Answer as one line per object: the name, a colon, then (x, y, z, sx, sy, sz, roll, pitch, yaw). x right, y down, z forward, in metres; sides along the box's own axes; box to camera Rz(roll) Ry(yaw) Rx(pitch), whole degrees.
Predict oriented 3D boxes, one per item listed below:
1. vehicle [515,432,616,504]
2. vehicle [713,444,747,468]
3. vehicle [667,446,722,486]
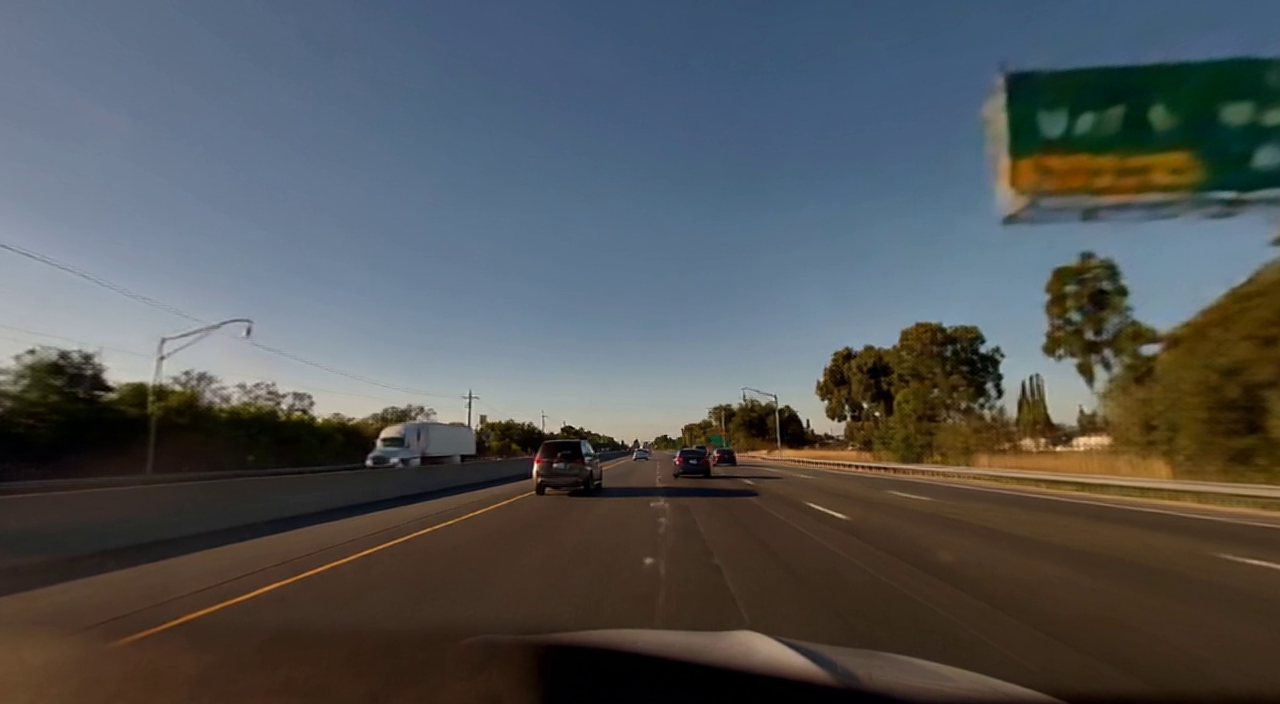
vehicle: (-1.896, 3.159, 17.595, 2.142, 1.724, 4.344, 0, -9, 2)
vehicle: (6.640, 7.747, 47.063, 1.975, 1.650, 4.257, 0, -9, 1)
vehicle: (2.132, 4.584, 25.719, 2.004, 1.471, 4.032, 0, -9, 2)
